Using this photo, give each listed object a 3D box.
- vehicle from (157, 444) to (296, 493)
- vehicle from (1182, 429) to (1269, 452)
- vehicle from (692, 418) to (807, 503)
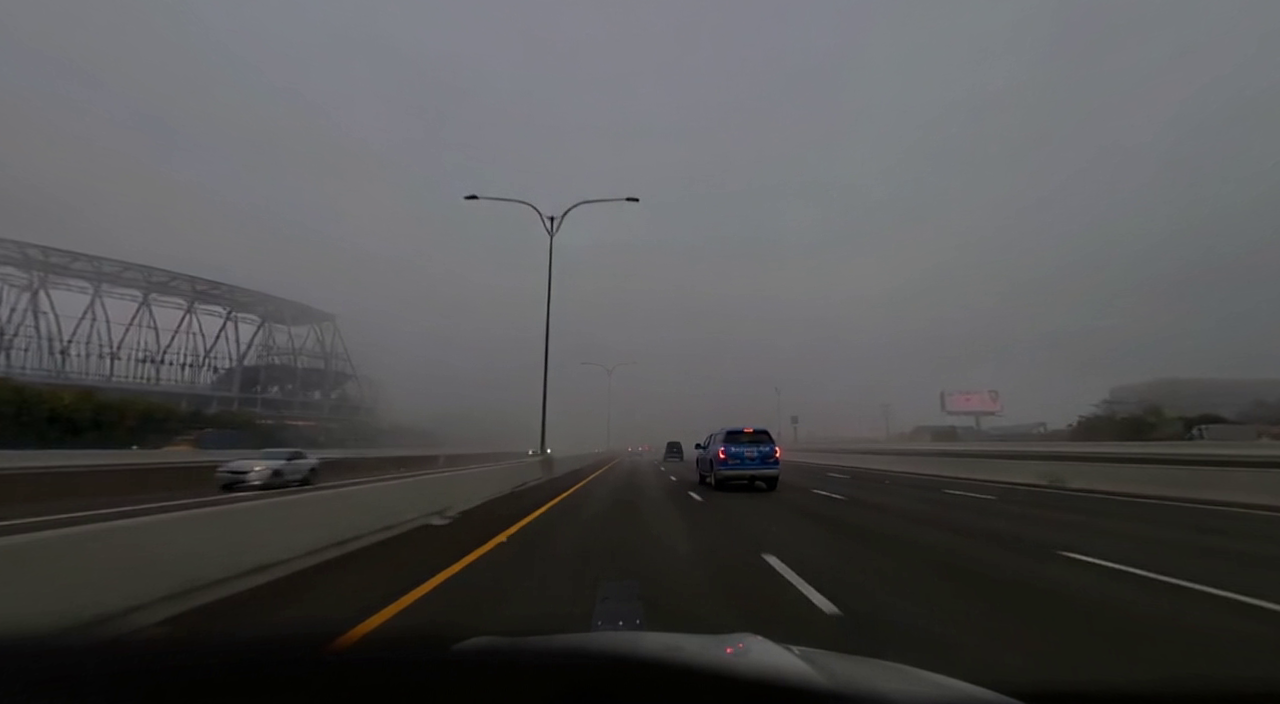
[{"bbox_3d":[-14.473,4.077,22.474,1.875,1.527,4.456,0,-9,1],"label":"vehicle"},{"bbox_3d":[41.051,6.259,44.452,1.792,1.508,4.486,0,-9,-1],"label":"vehicle"},{"bbox_3d":[2.821,2.970,17.565,2.199,2.002,4.970,0,-9,-1],"label":"vehicle"}]
